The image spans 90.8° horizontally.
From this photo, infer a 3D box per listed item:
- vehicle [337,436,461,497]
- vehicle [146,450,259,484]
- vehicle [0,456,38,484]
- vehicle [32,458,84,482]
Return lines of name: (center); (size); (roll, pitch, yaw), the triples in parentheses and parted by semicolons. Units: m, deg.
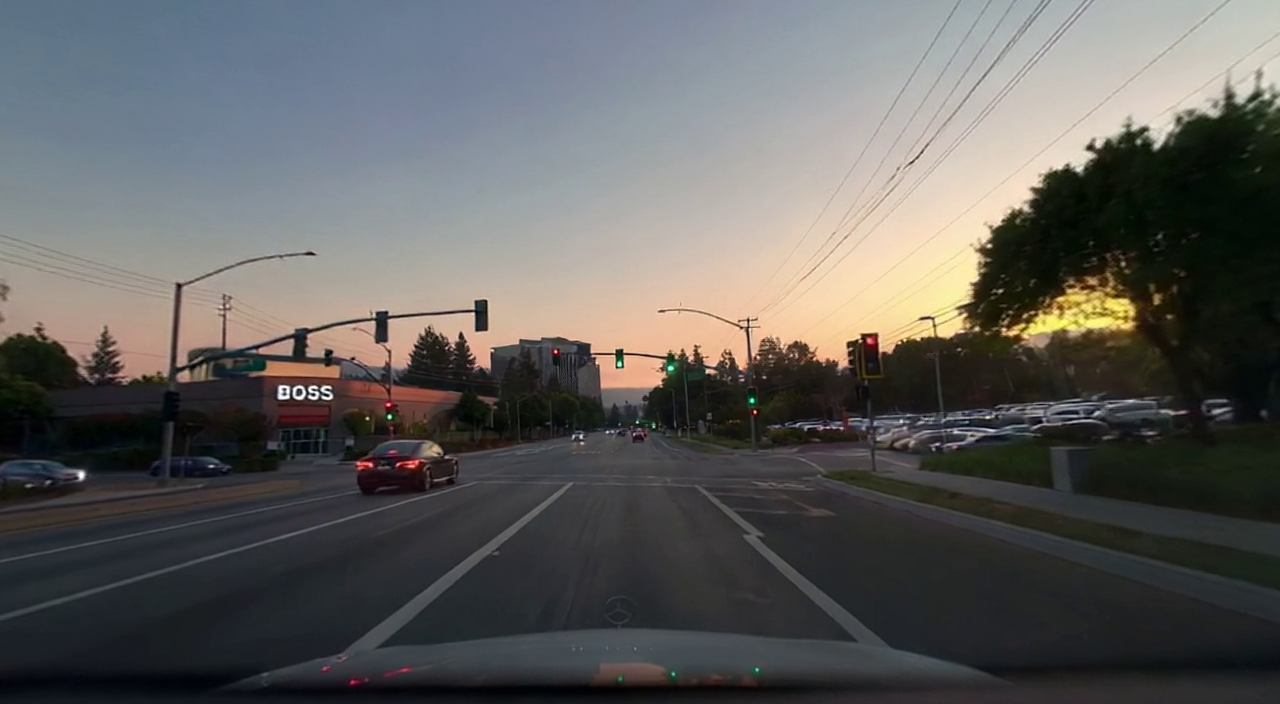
vehicle: (-6.493, 3.103, 17.583); (1.928, 1.451, 4.219); (0, -8, -2)
vehicle: (-23.801, 6.266, 34.467); (4.722, 1.741, 2.142); (-1, -8, 6)
vehicle: (-43.573, 8.119, 43.624); (2.020, 1.784, 4.391); (5, -10, -34)
vehicle: (-40.521, 8.203, 44.072); (1.906, 1.496, 4.381); (5, -10, -34)
